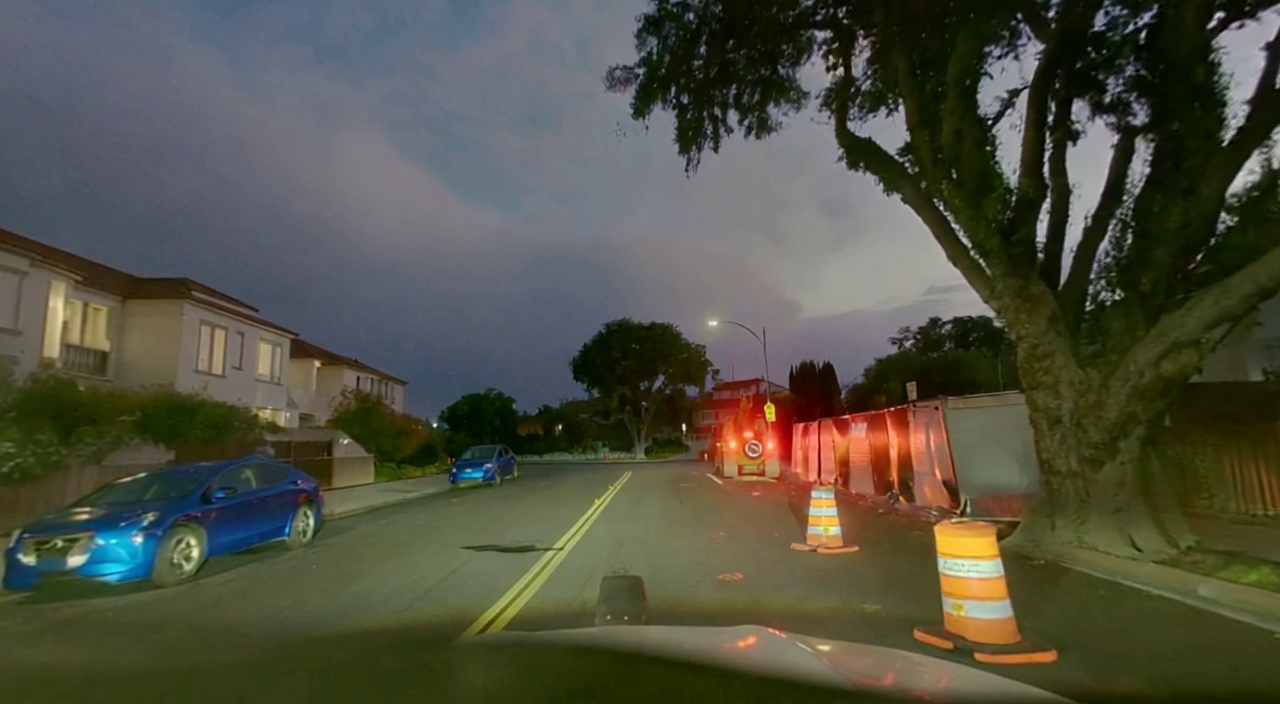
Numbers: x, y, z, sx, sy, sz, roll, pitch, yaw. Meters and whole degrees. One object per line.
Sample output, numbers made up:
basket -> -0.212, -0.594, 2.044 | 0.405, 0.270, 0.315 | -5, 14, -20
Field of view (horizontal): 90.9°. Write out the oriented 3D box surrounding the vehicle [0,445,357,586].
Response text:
vehicle -> -6.430, 2.194, 9.541 | 1.974, 1.479, 4.888 | -1, -8, 1

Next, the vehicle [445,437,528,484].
vehicle -> -6.319, 4.509, 26.594 | 2.220, 1.765, 4.799 | -1, -8, 1

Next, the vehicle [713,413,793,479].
vehicle -> 4.777, 4.064, 27.291 | 2.501, 2.613, 3.505 | 1, -9, -6
